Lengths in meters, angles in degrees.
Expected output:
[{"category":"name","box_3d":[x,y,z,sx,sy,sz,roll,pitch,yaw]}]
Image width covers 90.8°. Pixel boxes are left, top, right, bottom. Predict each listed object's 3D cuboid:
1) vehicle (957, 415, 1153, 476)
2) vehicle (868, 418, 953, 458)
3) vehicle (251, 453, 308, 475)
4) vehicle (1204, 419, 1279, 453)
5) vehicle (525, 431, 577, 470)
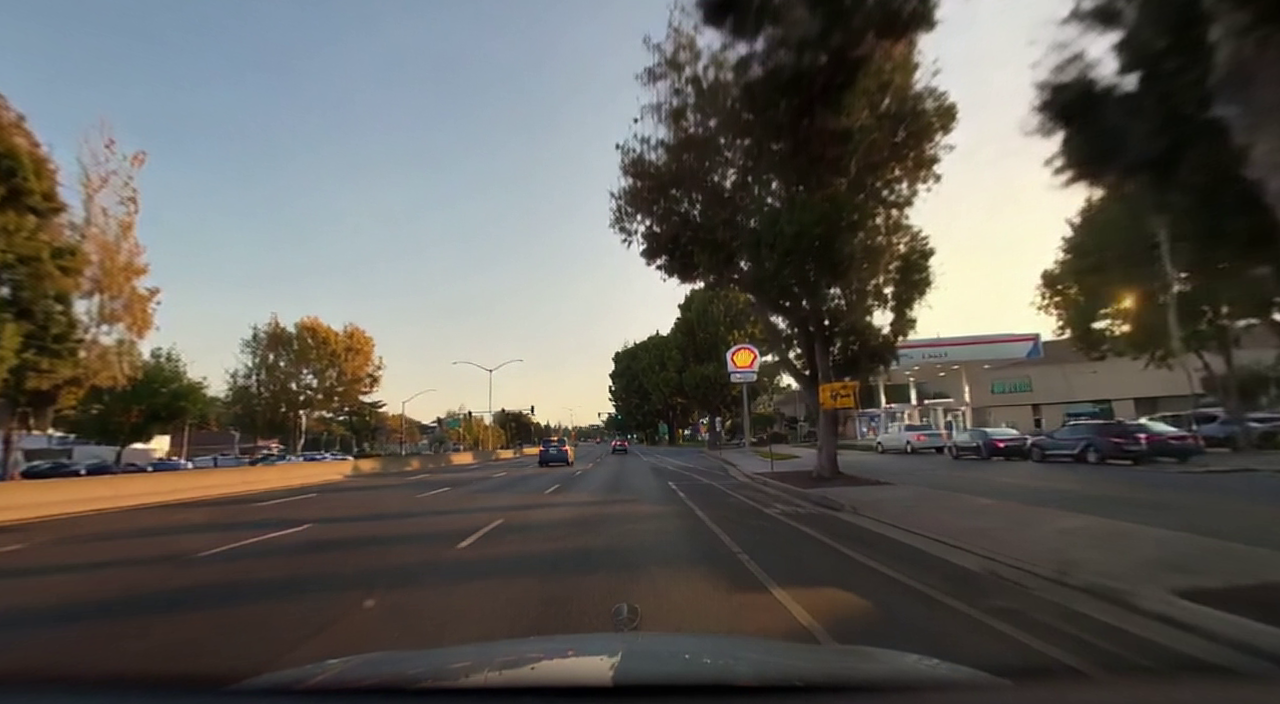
[{"category":"vehicle","box_3d":[12.894,2.920,19.883,4.612,1.491,2.061,-4,-7,1]},{"category":"vehicle","box_3d":[13.971,4.433,32.761,1.876,1.693,3.562,12,-10,-27]},{"category":"vehicle","box_3d":[-26.824,8.324,47.203,1.802,1.448,4.408,1,-8,-3]},{"category":"vehicle","box_3d":[27.076,3.583,26.871,4.127,1.399,1.839,-1,-8,7]},{"category":"vehicle","box_3d":[-4.358,4.905,31.604,1.985,1.772,4.479,0,-8,-1]}]
